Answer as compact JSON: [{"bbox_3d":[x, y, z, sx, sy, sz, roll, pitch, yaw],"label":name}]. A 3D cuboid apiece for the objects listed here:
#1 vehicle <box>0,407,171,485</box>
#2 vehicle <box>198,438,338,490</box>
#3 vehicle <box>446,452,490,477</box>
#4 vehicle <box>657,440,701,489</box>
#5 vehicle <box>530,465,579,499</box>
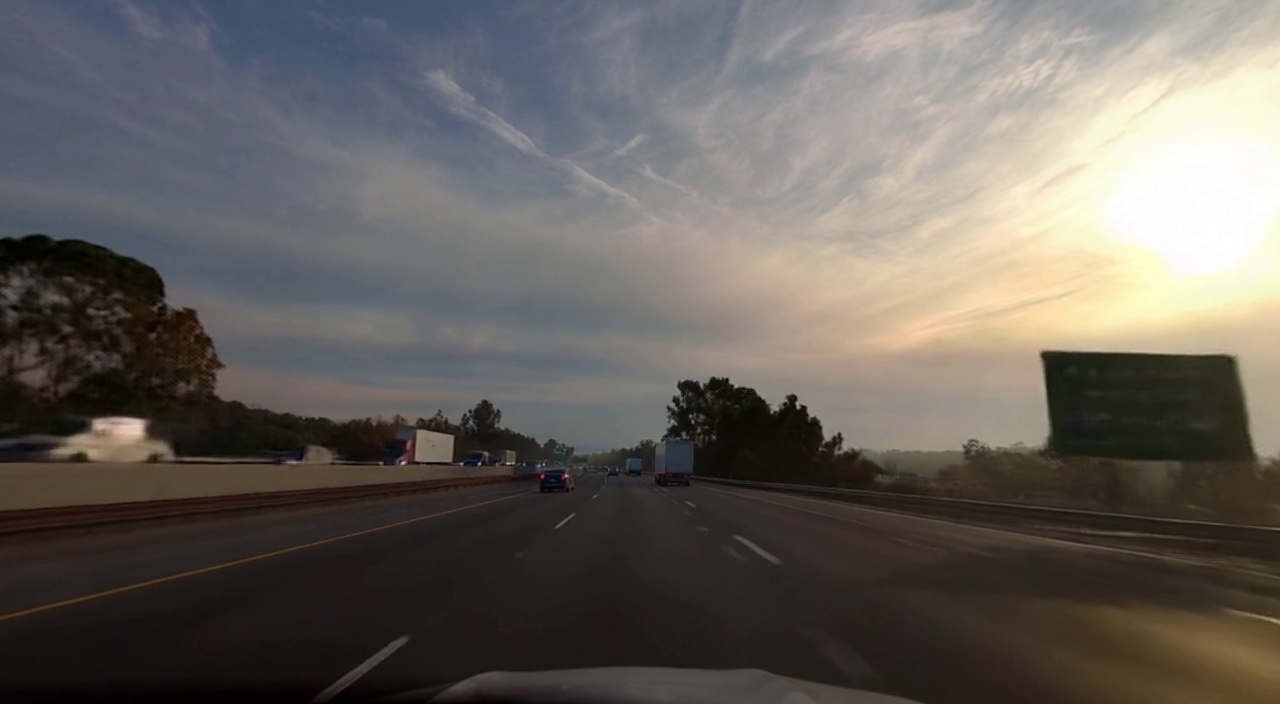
[{"bbox_3d":[-21.077,3.655,23.838,2.275,2.518,5.911,1,-11,-4],"label":"vehicle"},{"bbox_3d":[-11.762,3.625,20.340,1.874,1.446,4.444,1,-11,-1],"label":"vehicle"},{"bbox_3d":[-12.915,8.530,47.710,2.058,1.786,4.890,1,-11,-2],"label":"vehicle"},{"bbox_3d":[2.948,8.909,49.753,2.738,3.456,7.520,1,-11,-1],"label":"vehicle"},{"bbox_3d":[-4.012,6.178,30.098,1.868,1.485,3.770,1,-11,-1],"label":"vehicle"}]
